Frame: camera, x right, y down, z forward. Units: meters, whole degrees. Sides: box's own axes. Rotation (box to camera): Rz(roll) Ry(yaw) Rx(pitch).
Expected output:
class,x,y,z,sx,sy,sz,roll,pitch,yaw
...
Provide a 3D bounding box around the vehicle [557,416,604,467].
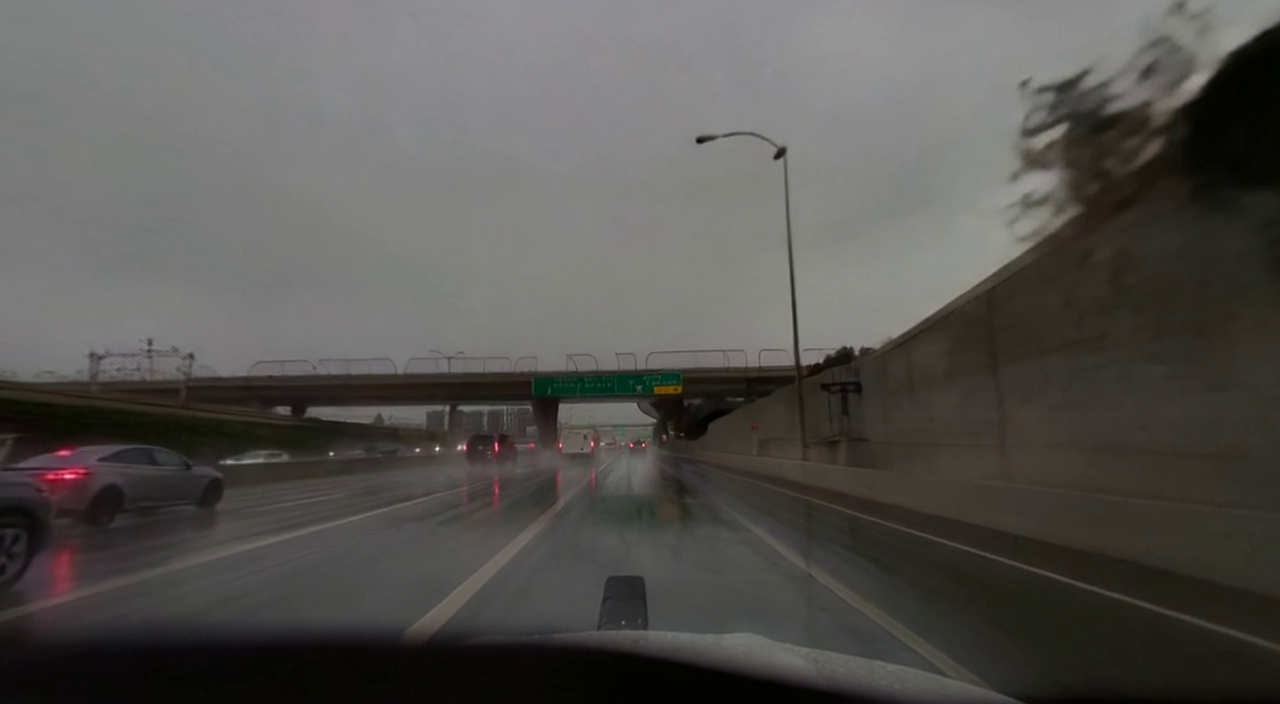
class,x,y,z,sx,sy,sz,roll,pitch,yaw
vehicle,-3.504,5.492,38.434,2.301,2.843,6.458,0,-8,-1

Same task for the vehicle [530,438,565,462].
class,x,y,z,sx,sy,sz,roll,pitch,yaw
vehicle,-7.184,7.679,49.382,2.109,1.784,4.709,0,-8,-1

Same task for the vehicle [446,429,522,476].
class,x,y,z,sx,sy,sz,roll,pitch,yaw
vehicle,-6.953,4.542,28.532,2.179,1.948,4.618,0,-8,1

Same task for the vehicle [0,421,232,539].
class,x,y,z,sx,sy,sz,roll,pitch,yaw
vehicle,-10.108,2.235,11.613,1.940,1.706,4.678,0,-8,0

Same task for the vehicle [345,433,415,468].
class,x,y,z,sx,sy,sz,roll,pitch,yaw
vehicle,-17.140,6.546,41.813,2.258,2.139,5.495,0,-8,1

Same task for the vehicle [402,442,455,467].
class,x,y,z,sx,sy,sz,roll,pitch,yaw
vehicle,-13.605,6.612,40.638,1.899,1.485,4.368,0,-8,0
